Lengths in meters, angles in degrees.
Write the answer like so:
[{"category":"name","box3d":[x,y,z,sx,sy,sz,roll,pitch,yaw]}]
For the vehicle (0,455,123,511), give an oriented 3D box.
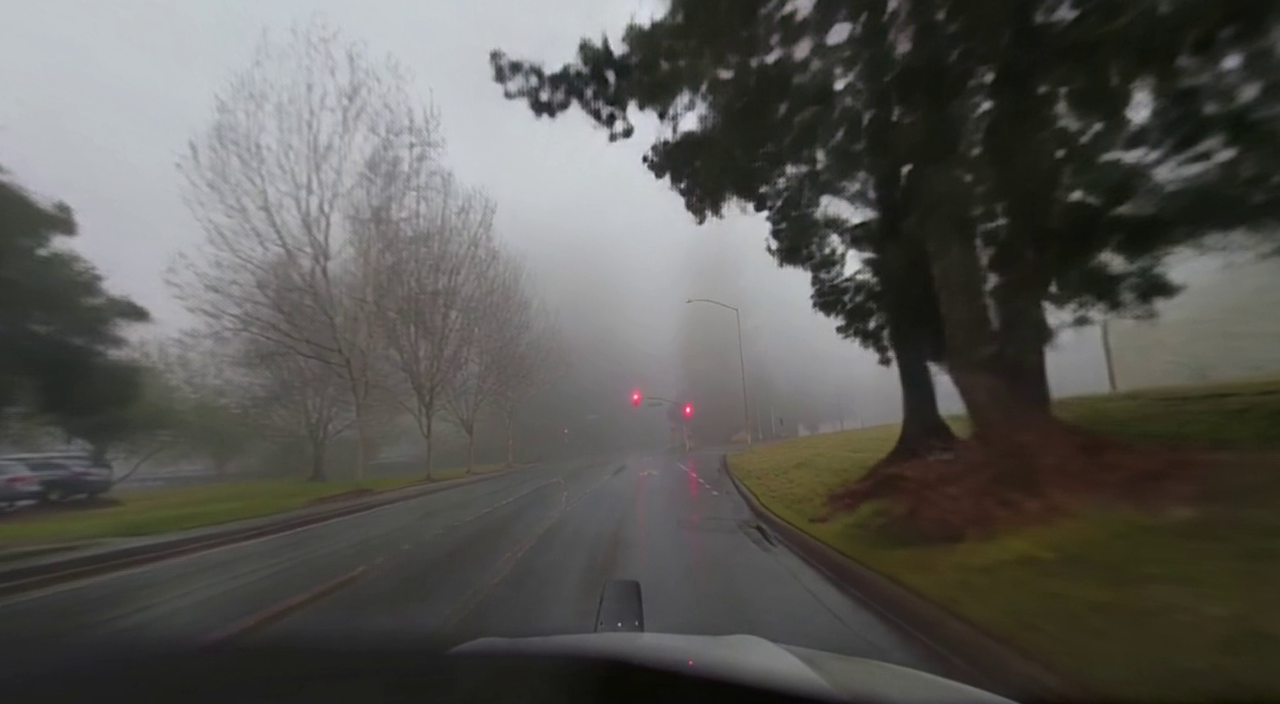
[{"category":"vehicle","box3d":[-20.748,4.498,21.636,4.344,1.640,2.016,5,-11,-43]}]
